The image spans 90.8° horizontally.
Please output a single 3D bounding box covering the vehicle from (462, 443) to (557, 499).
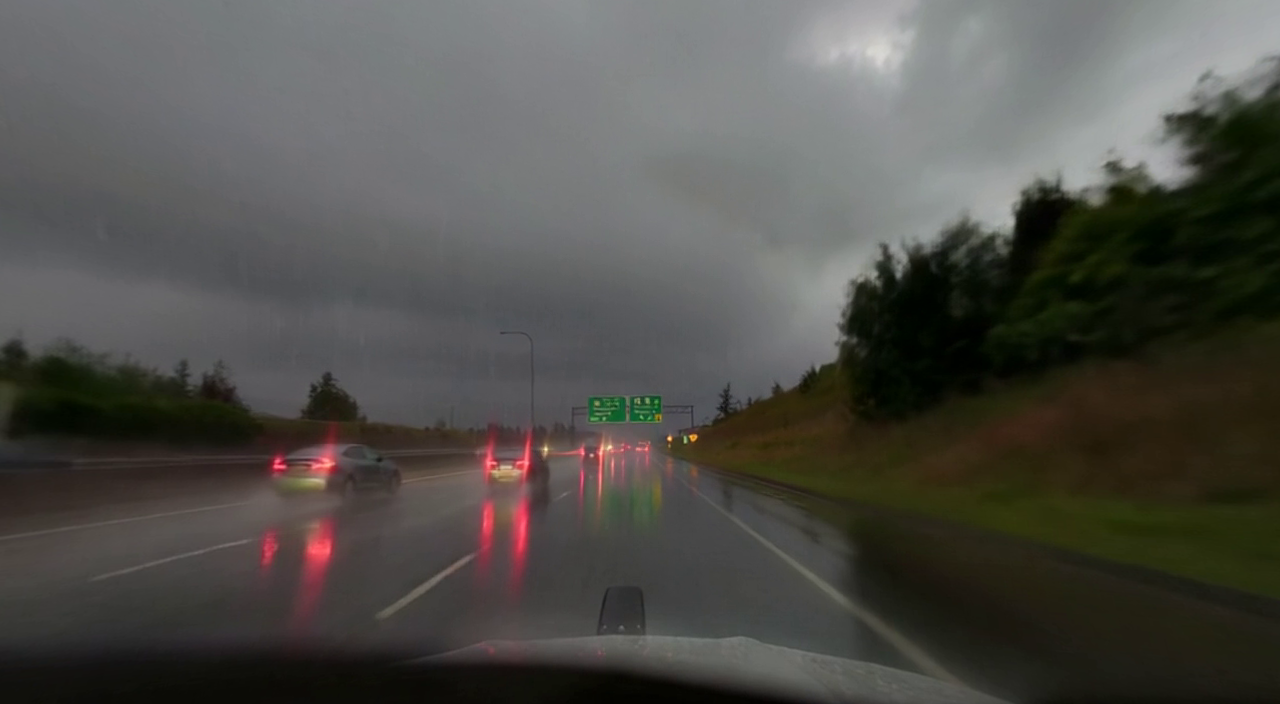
[{"bbox_3d":[-3.668,3.424,18.450,1.924,1.436,3.915,0,-9,0],"label":"vehicle"}]

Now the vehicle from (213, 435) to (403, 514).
[{"bbox_3d":[-7.437,2.774,14.750,2.091,1.558,4.220,0,-9,0],"label":"vehicle"}]
